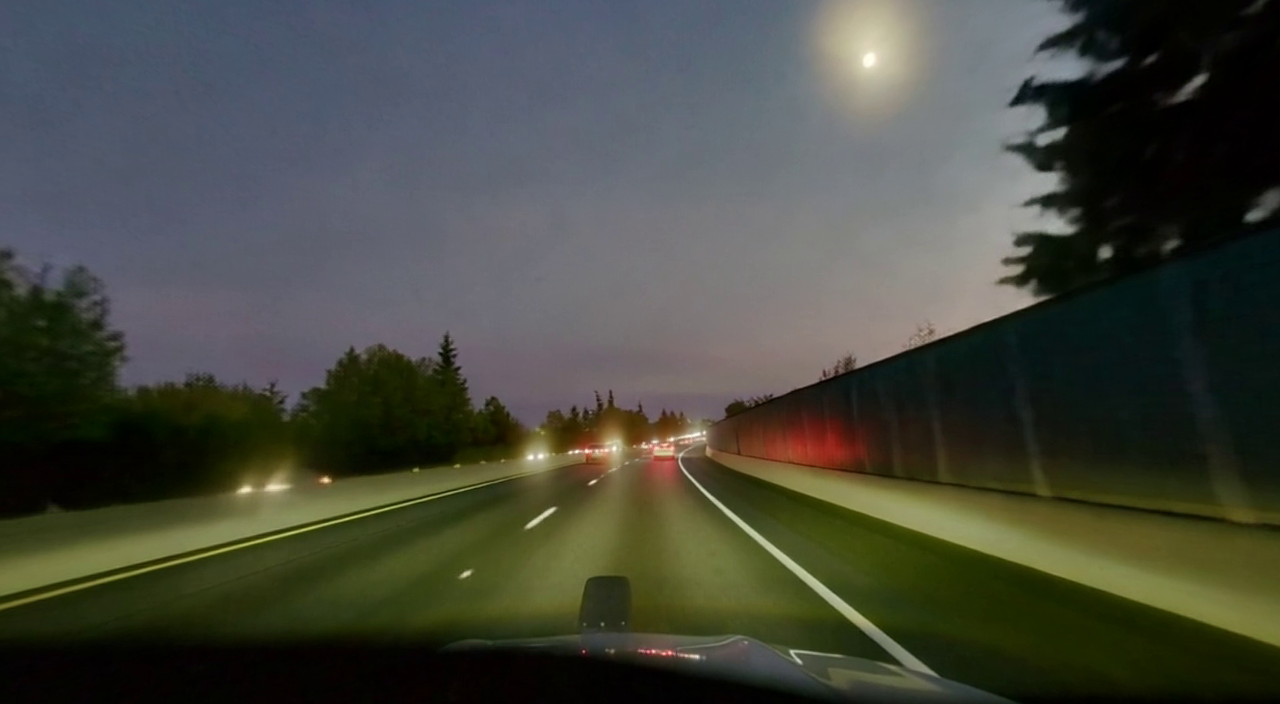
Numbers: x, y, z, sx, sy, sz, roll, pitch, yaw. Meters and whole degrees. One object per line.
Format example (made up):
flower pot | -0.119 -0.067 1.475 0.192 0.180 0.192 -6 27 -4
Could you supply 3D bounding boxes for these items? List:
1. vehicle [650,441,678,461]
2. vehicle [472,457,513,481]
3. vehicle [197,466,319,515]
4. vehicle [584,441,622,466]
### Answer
vehicle | 1.953 7.824 49.808 2.077 1.533 3.854 -1 -8 3
vehicle | -9.971 7.933 42.816 1.758 1.406 4.118 0 -8 1
vehicle | -14.110 5.120 23.604 1.756 1.469 4.394 0 -8 1
vehicle | -2.334 6.581 41.120 1.985 1.518 3.847 -1 -8 4
